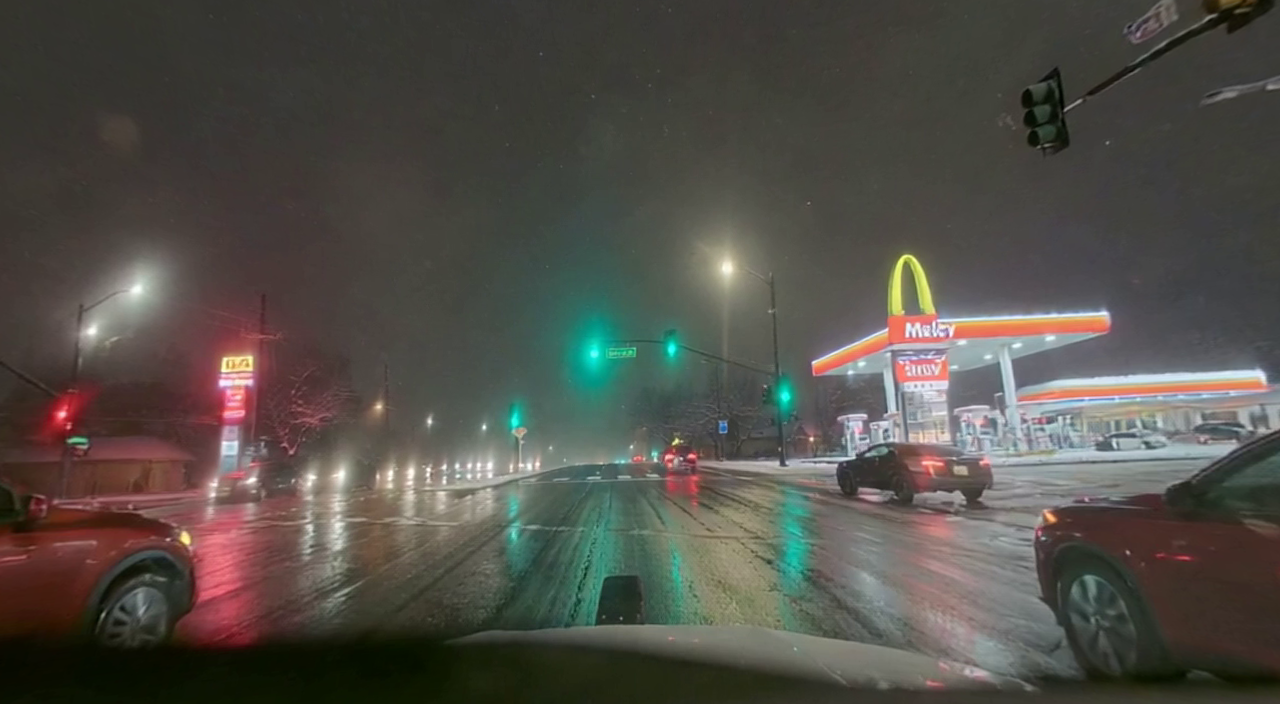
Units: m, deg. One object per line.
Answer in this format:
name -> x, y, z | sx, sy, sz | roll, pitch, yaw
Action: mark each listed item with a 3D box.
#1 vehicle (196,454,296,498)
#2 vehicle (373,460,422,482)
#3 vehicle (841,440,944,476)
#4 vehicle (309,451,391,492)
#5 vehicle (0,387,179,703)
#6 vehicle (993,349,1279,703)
vehicle -> -18.848, 6.013, 30.521 | 2.005, 1.845, 4.811 | -1, -12, -4
vehicle -> -18.828, 9.238, 49.250 | 2.083, 1.466, 4.565 | 0, -8, -1
vehicle -> 12.941, 5.431, 32.525 | 4.419, 1.699, 2.066 | -7, -11, 38
vehicle -> -15.220, 6.248, 33.477 | 2.087, 1.902, 4.848 | 0, -8, -1
vehicle -> -3.648, 0.814, 1.628 | 1.935, 1.617, 4.045 | 0, -8, -2
vehicle -> 3.385, 0.745, 1.780 | 2.085, 1.655, 4.459 | 0, -8, -2
